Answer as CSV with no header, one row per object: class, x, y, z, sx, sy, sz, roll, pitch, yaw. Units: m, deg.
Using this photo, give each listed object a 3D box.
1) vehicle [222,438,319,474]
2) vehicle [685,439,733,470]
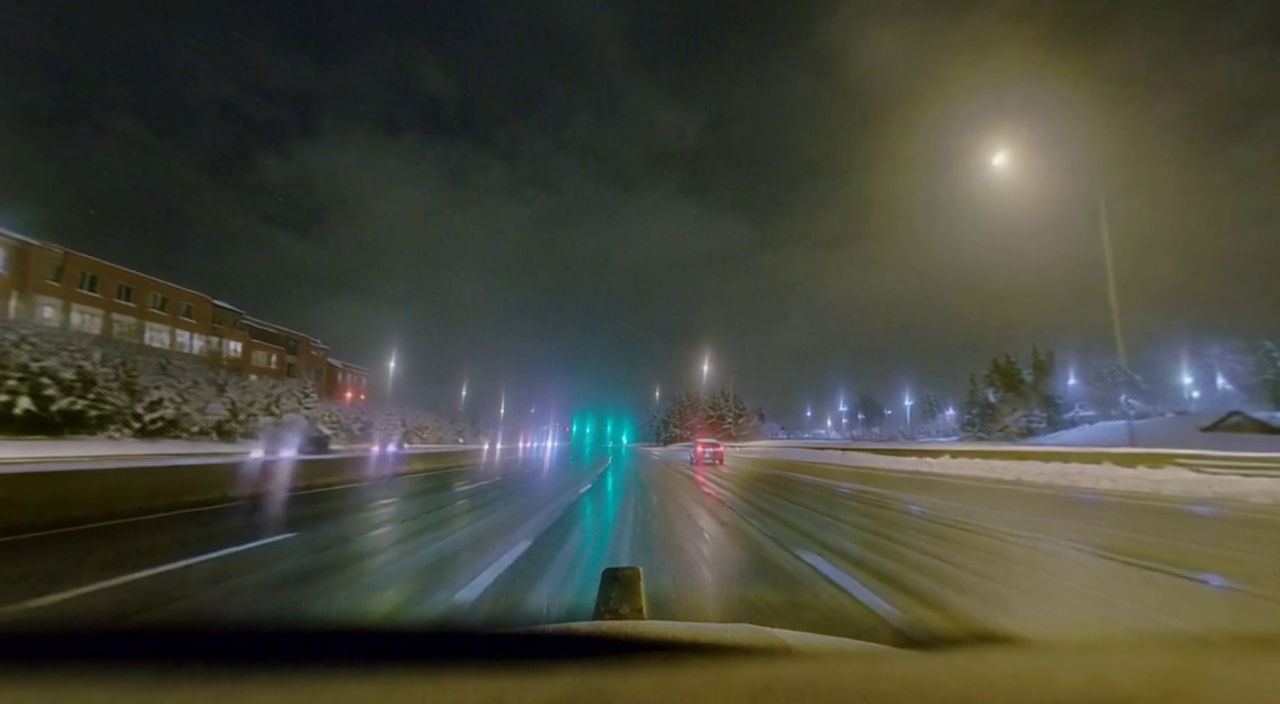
vehicle,-16.678,4.708,28.740,1.976,1.527,4.047,0,-8,-1
vehicle,3.495,5.311,32.716,1.926,1.477,4.025,0,-8,-2
